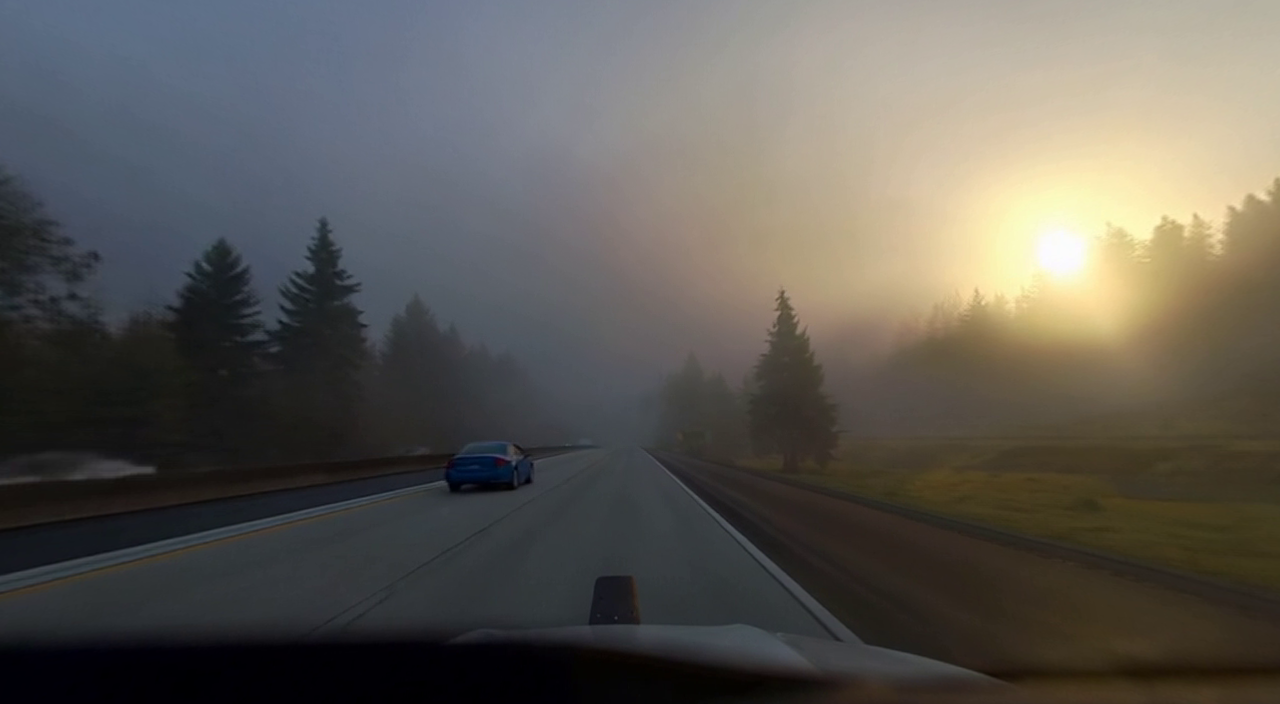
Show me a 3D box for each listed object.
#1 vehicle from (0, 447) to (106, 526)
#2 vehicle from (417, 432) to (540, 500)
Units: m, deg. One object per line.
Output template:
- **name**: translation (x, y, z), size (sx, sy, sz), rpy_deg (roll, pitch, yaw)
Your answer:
- **vehicle**: translation (-12.661, 2.515, 11.741), size (1.896, 1.424, 4.056), rpy_deg (0, -8, -2)
- **vehicle**: translation (-4.287, 3.095, 17.618), size (2.202, 1.587, 4.754), rpy_deg (-1, -8, 0)
